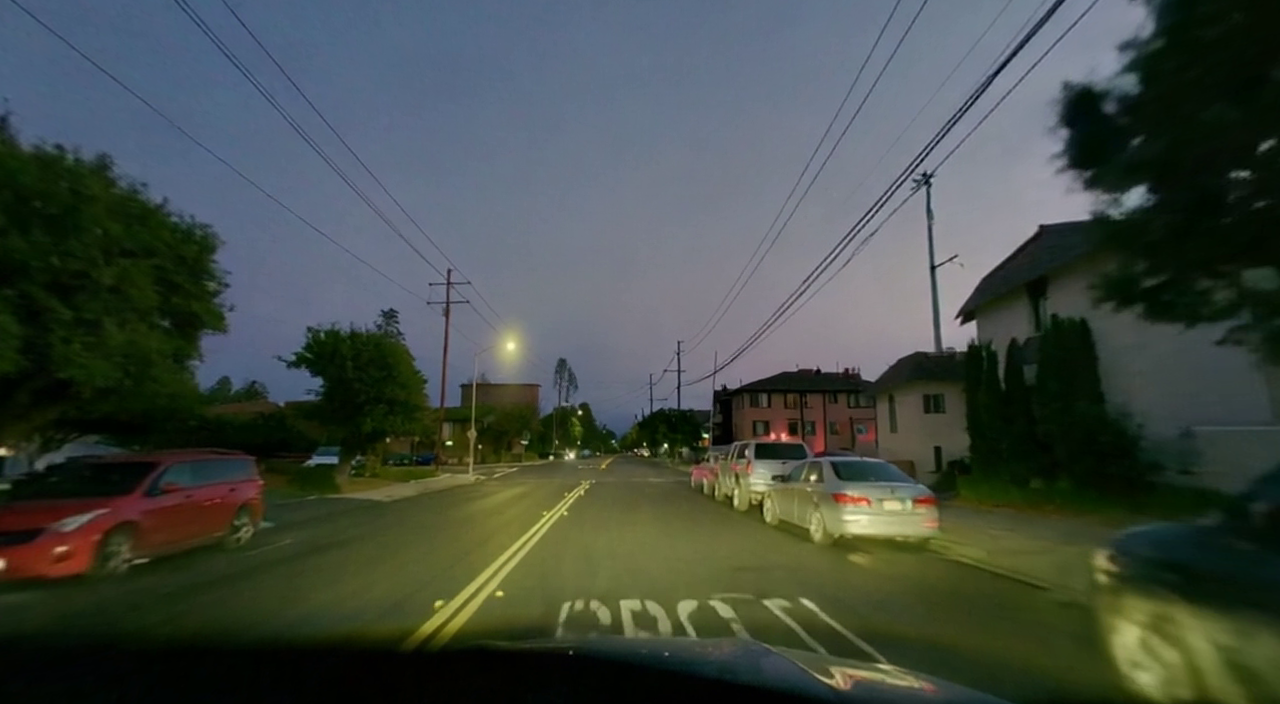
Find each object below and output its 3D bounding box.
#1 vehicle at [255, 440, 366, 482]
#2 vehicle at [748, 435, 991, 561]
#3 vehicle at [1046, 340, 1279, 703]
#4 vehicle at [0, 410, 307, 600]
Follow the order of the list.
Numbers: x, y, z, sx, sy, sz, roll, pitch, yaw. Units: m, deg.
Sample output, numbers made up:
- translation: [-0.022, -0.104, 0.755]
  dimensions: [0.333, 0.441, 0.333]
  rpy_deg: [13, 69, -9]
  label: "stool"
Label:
- translation: [-17.207, 5.650, 33.140]
  dimensions: [4.822, 1.868, 2.015]
  rpy_deg: [4, -10, -39]
  label: "vehicle"
- translation: [3.294, 2.207, 10.363]
  dimensions: [1.895, 1.537, 4.844]
  rpy_deg: [1, -9, -4]
  label: "vehicle"
- translation: [3.354, 0.713, 1.509]
  dimensions: [1.936, 1.756, 4.127]
  rpy_deg: [0, -9, -1]
  label: "vehicle"
- translation: [-6.724, 1.843, 8.584]
  dimensions: [1.992, 1.853, 4.561]
  rpy_deg: [0, -8, -2]
  label: "vehicle"
